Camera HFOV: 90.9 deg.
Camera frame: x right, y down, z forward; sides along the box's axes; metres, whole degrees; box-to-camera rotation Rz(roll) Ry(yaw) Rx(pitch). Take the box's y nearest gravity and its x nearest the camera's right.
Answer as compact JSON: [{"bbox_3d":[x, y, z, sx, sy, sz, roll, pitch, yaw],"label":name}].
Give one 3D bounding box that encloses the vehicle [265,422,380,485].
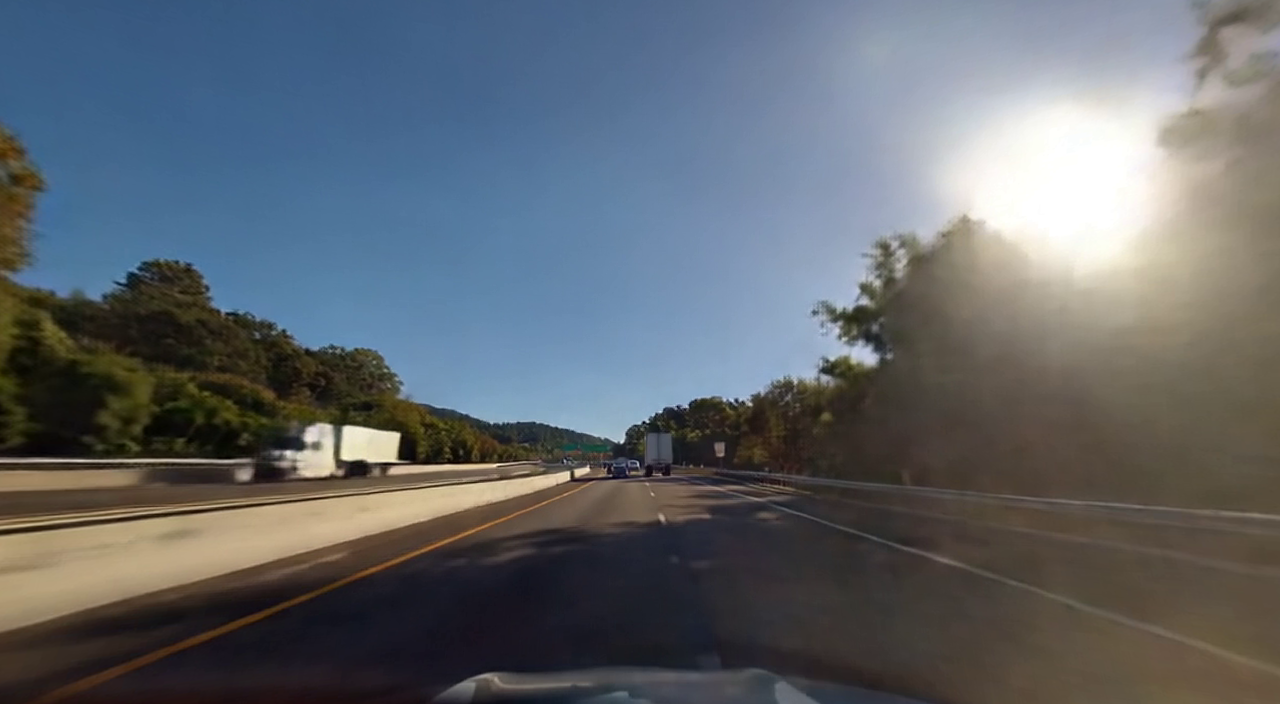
[{"bbox_3d":[-14.927,4.910,30.184,2.238,2.652,6.100,1,-10,0],"label":"vehicle"}]
